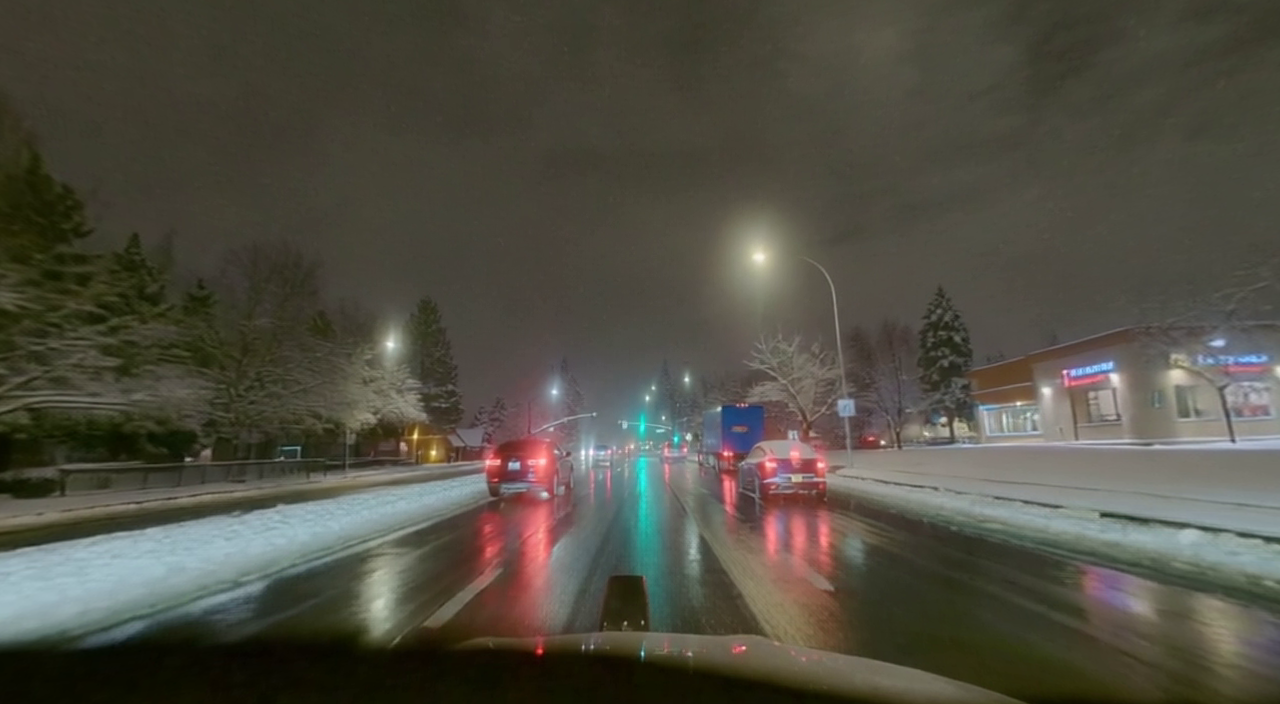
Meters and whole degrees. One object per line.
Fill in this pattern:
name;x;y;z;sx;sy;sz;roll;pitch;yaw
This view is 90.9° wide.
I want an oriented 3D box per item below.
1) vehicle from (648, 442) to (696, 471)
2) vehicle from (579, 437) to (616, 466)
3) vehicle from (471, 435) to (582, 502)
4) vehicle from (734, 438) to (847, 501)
vehicle;1.639;5.609;34.030;2.020;1.461;4.326;1;-8;-5
vehicle;-2.757;6.668;42.312;2.137;1.796;4.304;0;-8;1
vehicle;-2.819;3.014;16.762;2.003;1.509;4.396;0;-8;2
vehicle;3.818;3.048;16.817;1.972;1.452;4.189;0;-8;0
